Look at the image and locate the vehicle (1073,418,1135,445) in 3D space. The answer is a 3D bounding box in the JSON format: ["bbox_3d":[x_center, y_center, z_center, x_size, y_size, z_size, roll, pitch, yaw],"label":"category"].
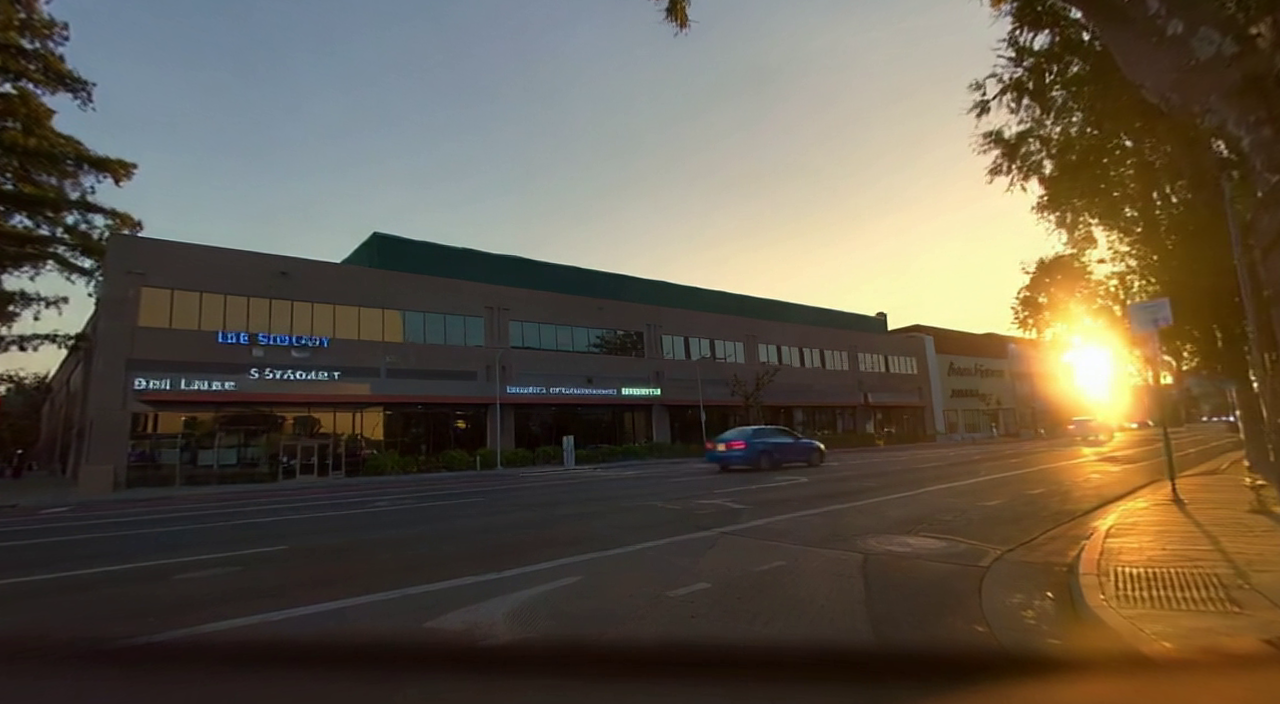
[{"bbox_3d":[28.140,4.883,38.281,4.182,1.536,1.885,7,-11,-38],"label":"vehicle"}]

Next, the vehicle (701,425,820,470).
[{"bbox_3d":[4.409,3.427,22.682,4.415,1.464,1.890,8,-12,-42],"label":"vehicle"}]
